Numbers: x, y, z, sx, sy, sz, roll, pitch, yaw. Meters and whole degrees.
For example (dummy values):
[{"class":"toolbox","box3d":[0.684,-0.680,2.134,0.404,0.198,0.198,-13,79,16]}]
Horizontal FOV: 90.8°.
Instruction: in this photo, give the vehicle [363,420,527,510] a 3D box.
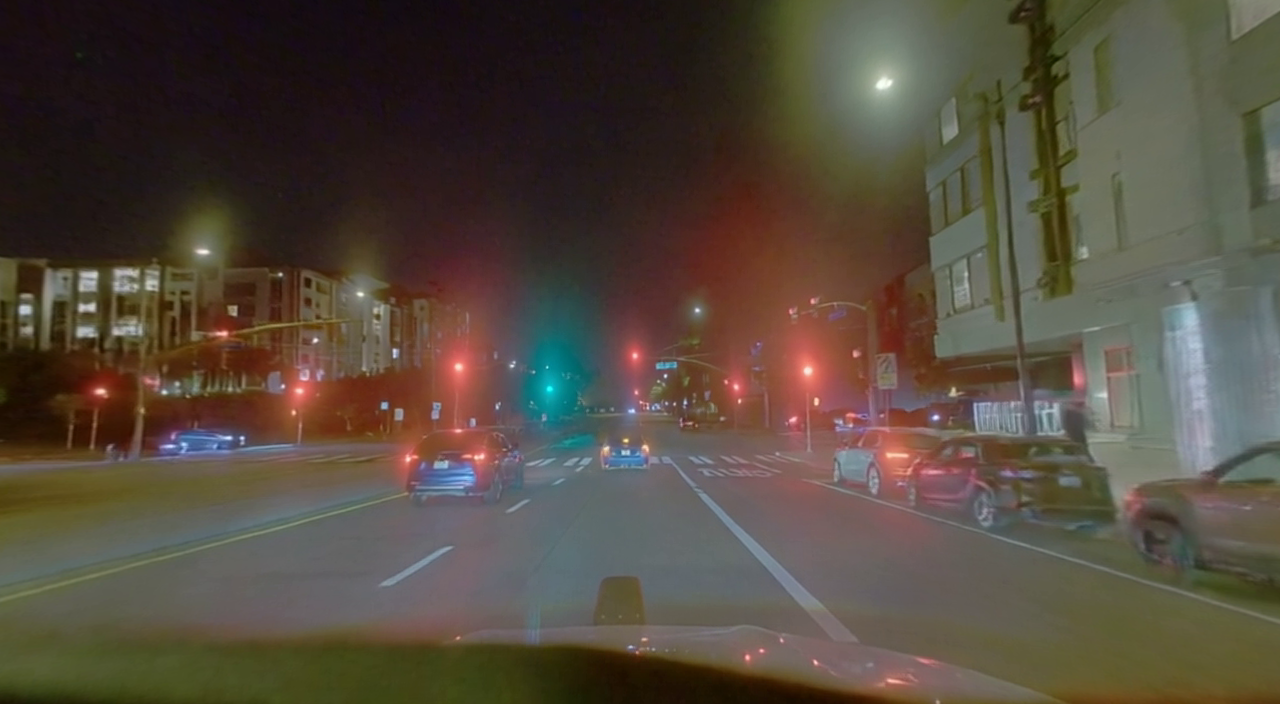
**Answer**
[{"class":"vehicle","box3d":[-3.728,2.254,13.051,1.934,1.522,4.464,0,-8,0]}]

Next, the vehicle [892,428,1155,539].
[{"class":"vehicle","box3d":[6.107,2.115,10.797,1.959,1.513,4.104,0,-8,1]}]

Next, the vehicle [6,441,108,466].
[{"class":"vehicle","box3d":[-34.772,6.048,37.773,3.957,1.396,2.134,0,-9,1]}]

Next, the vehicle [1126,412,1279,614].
[{"class":"vehicle","box3d":[6.204,1.297,5.003,1.877,1.642,3.572,0,-8,2]}]

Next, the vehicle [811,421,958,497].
[{"class":"vehicle","box3d":[6.158,2.753,16.610,1.904,1.705,4.510,0,-8,-2]}]

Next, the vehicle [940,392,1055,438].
[{"class":"vehicle","box3d":[21.622,3.869,38.333,5.756,2.653,2.403,2,-8,-12]}]

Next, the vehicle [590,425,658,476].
[{"class":"vehicle","box3d":[-0.482,3.278,21.168,2.082,1.520,3.896,0,-8,0]}]

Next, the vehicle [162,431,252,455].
[{"class":"vehicle","box3d":[-27.807,5.847,40.685,4.453,1.471,1.921,-1,-8,4]}]

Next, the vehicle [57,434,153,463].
[{"class":"vehicle","box3d":[-34.987,6.312,41.367,4.698,1.833,1.887,-1,-8,6]}]

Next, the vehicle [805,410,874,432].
[{"class":"vehicle","box3d":[15.144,5.284,48.076,4.775,1.604,1.915,3,-9,-20]}]
